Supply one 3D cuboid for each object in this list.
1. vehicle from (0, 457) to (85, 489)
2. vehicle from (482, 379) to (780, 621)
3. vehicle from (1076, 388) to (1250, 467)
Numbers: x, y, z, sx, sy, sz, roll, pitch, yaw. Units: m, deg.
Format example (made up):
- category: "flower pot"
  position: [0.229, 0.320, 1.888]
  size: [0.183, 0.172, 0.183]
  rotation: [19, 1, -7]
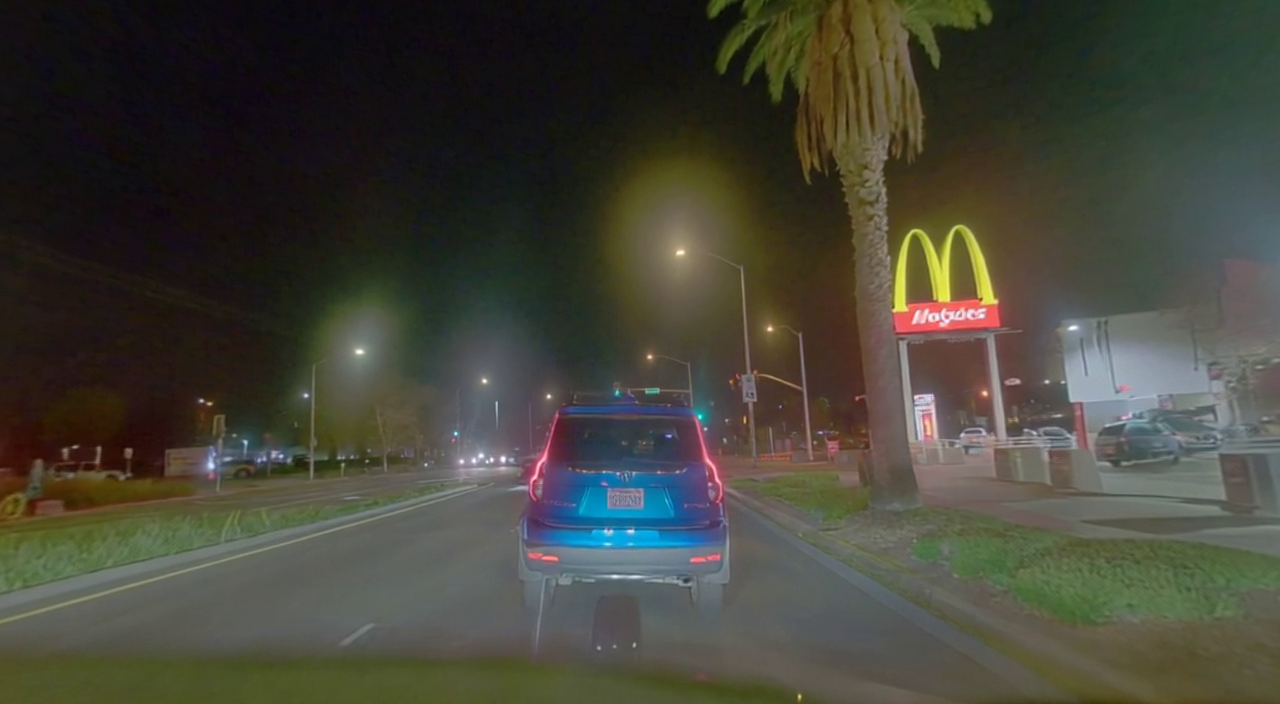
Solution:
- category: "vehicle"
  position: [-28.468, 5.370, 28.132]
  size: [5.154, 1.343, 1.943]
  rotation: [4, -9, -25]
- category: "vehicle"
  position: [-0.120, 1.401, 6.789]
  size: [2.234, 1.818, 3.869]
  rotation: [0, -9, -2]
- category: "vehicle"
  position: [16.119, 2.388, 19.354]
  size: [6.060, 2.047, 2.490]
  rotation: [6, -11, -36]
